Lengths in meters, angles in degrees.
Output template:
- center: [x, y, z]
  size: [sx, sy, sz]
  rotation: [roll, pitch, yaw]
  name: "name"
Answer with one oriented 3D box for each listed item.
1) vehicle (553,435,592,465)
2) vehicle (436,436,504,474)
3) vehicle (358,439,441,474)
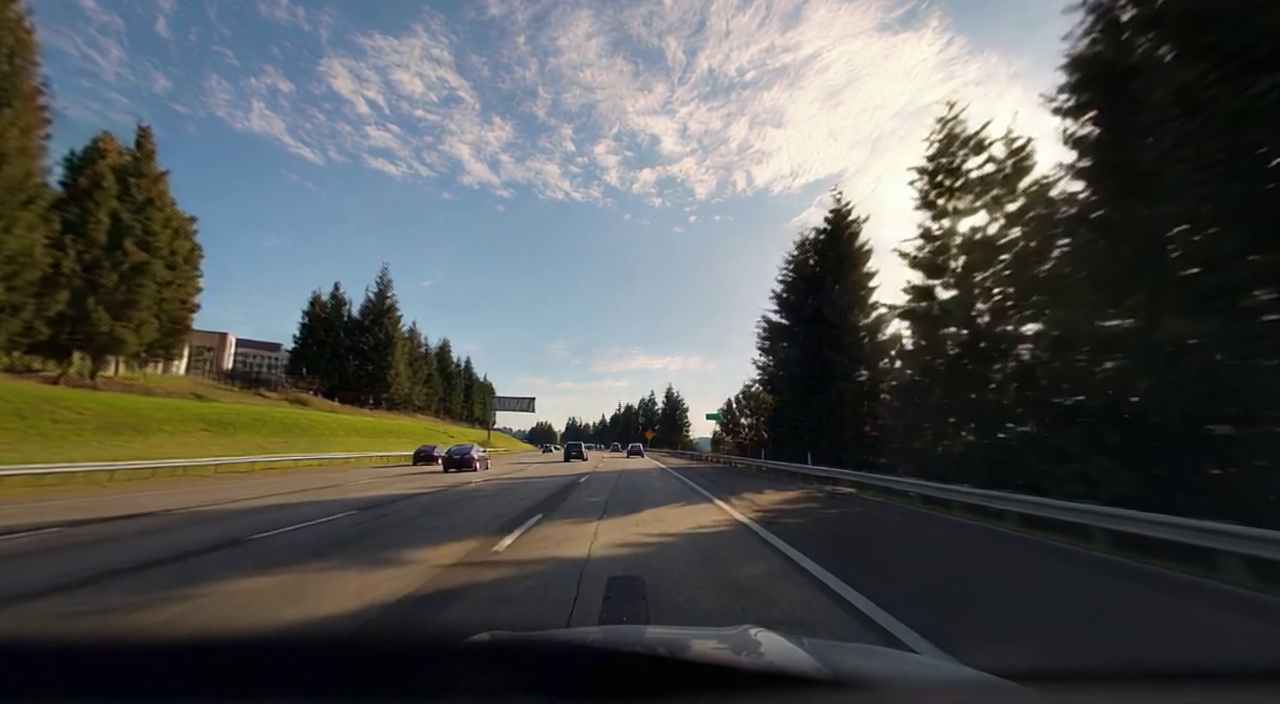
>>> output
- center: [-4.363, 6.456, 41.359]
  size: [2.138, 1.833, 4.622]
  rotation: [1, -8, -1]
  name: "vehicle"
- center: [-7.939, 4.849, 29.772]
  size: [2.015, 1.651, 4.432]
  rotation: [1, -8, -1]
  name: "vehicle"
- center: [-11.487, 5.003, 30.415]
  size: [2.100, 1.537, 5.092]
  rotation: [1, -8, -1]
  name: "vehicle"
